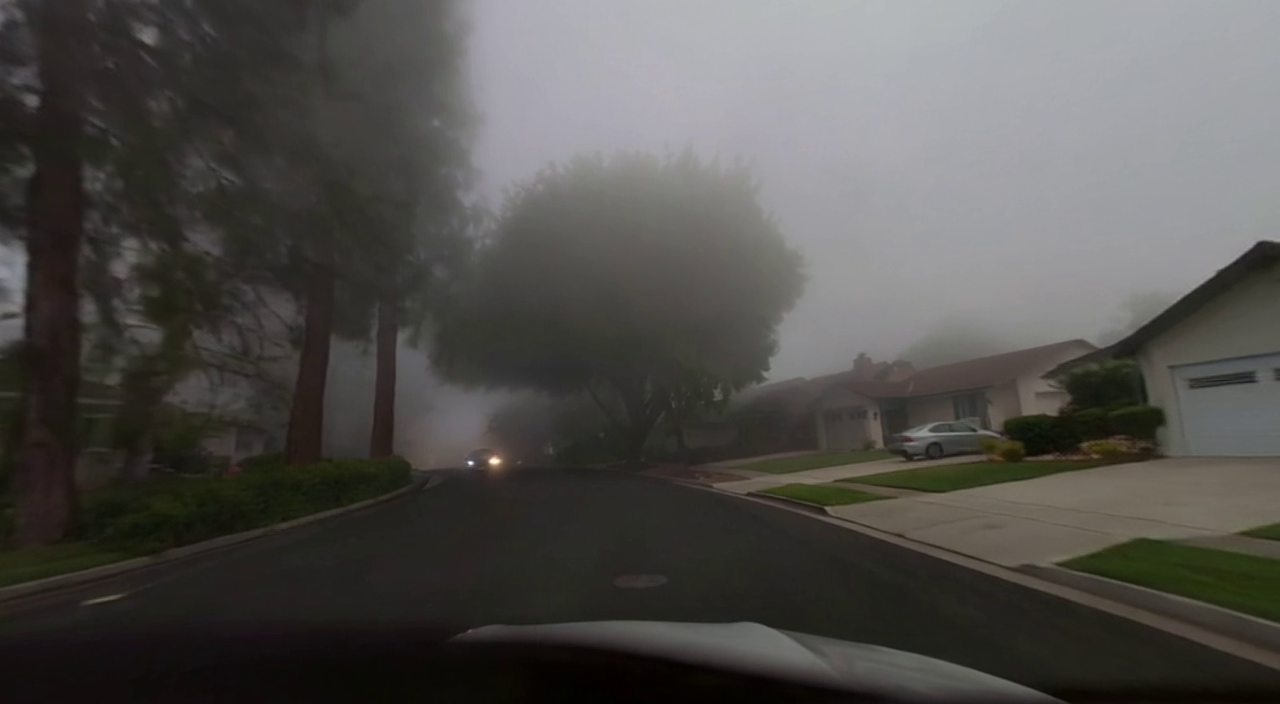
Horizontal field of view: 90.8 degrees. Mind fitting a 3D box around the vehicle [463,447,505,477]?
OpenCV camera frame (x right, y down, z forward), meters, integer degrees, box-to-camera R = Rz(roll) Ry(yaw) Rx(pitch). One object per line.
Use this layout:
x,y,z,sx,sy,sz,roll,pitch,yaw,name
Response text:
-9.729,6.867,39.735,2.217,1.751,4.763,1,-9,-10,vehicle
